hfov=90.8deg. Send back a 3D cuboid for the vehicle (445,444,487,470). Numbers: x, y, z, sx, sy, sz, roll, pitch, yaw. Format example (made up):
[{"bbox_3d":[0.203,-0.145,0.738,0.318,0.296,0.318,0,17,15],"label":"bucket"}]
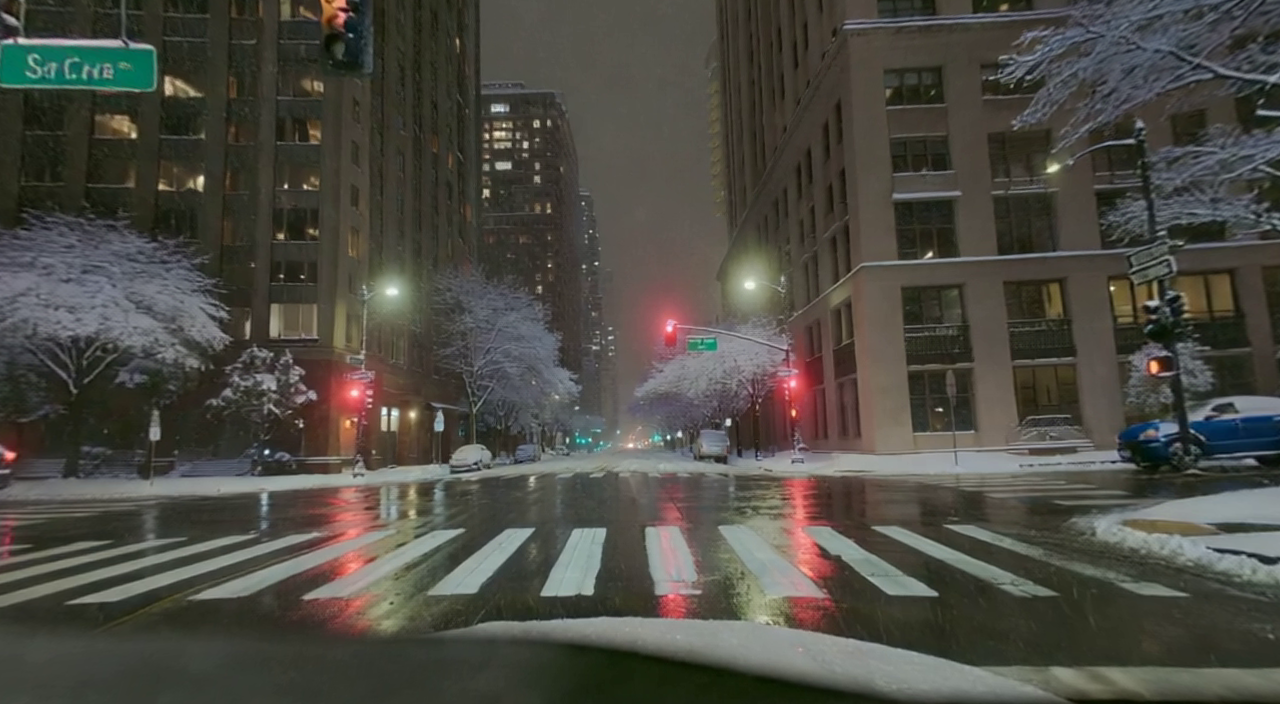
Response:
[{"bbox_3d":[-12.452,7.506,45.375,1.935,1.639,4.244,-3,-8,-2],"label":"vehicle"}]

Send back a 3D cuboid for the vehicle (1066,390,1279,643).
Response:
[{"bbox_3d":[5.642,1.132,4.222,2.070,1.804,4.881,0,-8,-1],"label":"vehicle"}]
